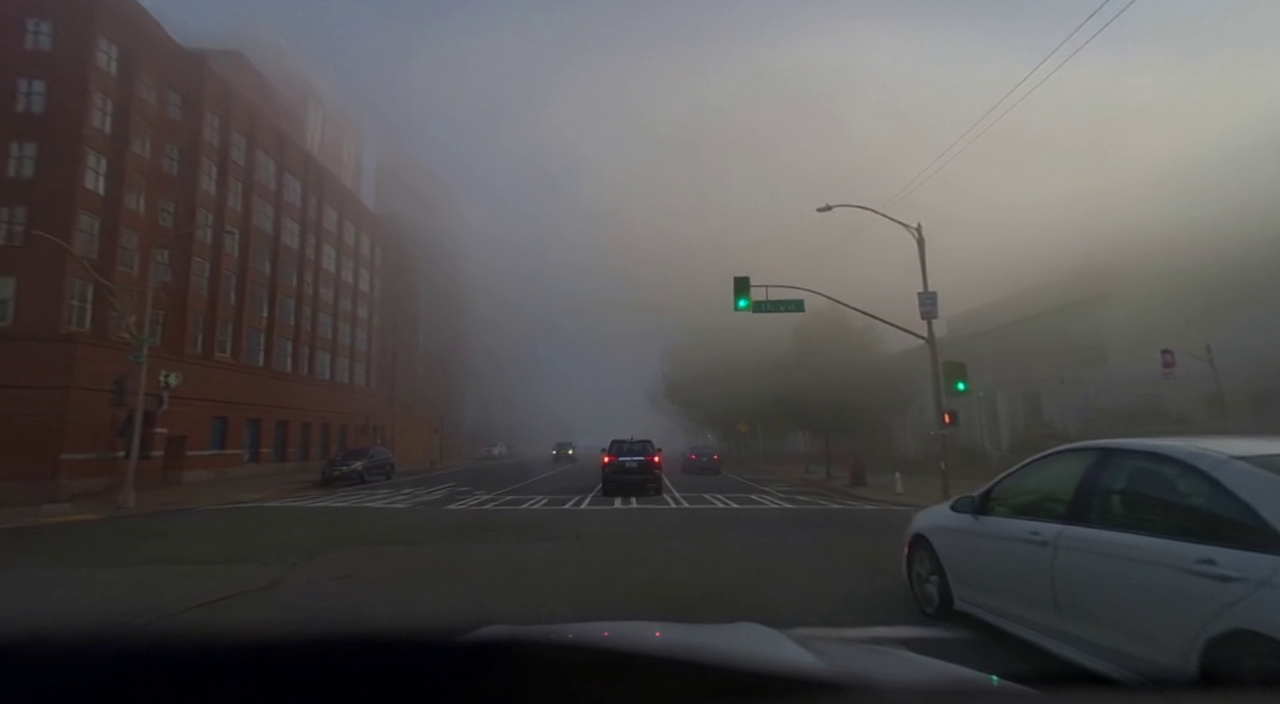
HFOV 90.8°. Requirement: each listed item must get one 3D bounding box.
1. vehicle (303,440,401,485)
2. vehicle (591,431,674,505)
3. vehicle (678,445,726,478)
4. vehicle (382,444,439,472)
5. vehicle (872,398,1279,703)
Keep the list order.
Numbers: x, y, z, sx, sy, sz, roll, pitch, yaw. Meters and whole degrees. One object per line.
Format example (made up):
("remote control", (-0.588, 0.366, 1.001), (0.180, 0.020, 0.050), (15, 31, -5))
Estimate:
("vehicle", (-14.273, 5.476, 31.782), (2.191, 2.011, 5.556), (0, -8, 2))
("vehicle", (-0.230, 3.287, 18.363), (2.105, 1.842, 4.537), (0, -8, -1))
("vehicle", (2.901, 5.249, 30.537), (1.852, 1.462, 4.155), (0, -8, -1))
("vehicle", (-14.311, 6.609, 39.667), (1.891, 1.659, 4.360), (0, -8, 0))
("vehicle", (3.261, 1.140, 3.723), (2.026, 1.499, 4.662), (0, -8, 0))
